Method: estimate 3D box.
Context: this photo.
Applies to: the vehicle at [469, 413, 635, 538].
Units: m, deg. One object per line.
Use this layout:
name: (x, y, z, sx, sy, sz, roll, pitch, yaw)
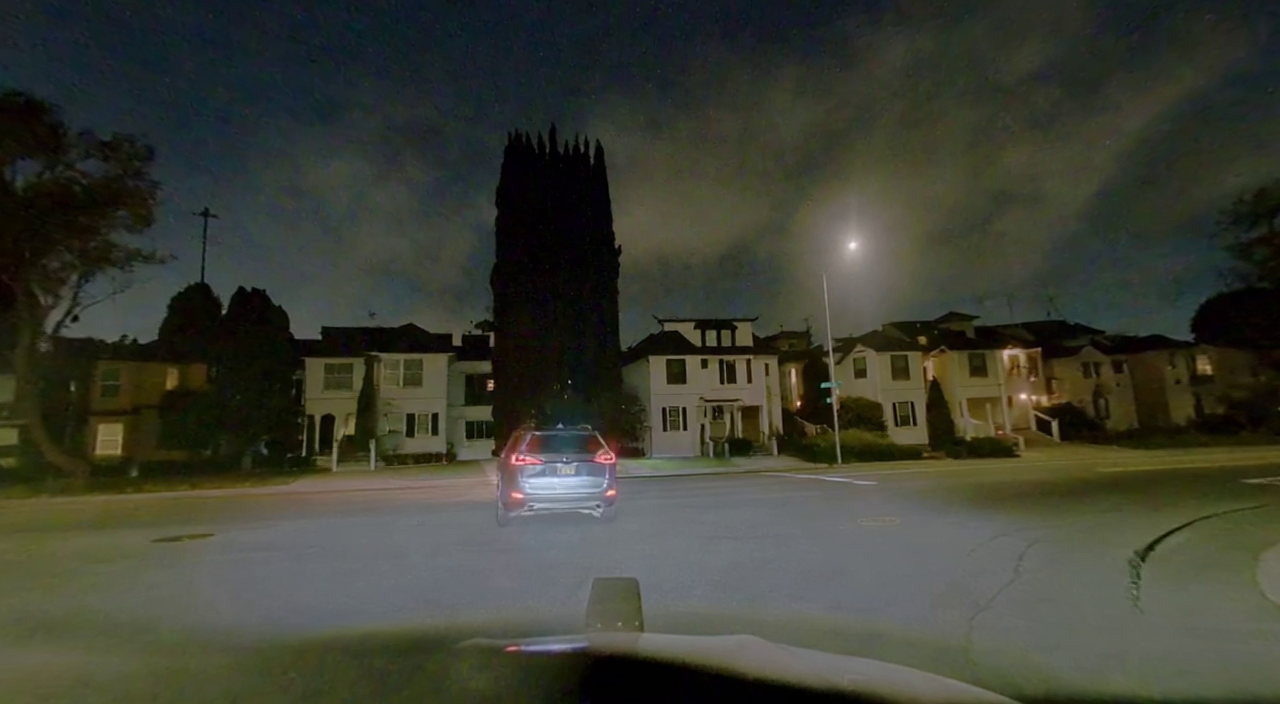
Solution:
vehicle: (-1.743, 2.045, 11.069, 2.145, 1.695, 4.210, 3, -9, -18)
